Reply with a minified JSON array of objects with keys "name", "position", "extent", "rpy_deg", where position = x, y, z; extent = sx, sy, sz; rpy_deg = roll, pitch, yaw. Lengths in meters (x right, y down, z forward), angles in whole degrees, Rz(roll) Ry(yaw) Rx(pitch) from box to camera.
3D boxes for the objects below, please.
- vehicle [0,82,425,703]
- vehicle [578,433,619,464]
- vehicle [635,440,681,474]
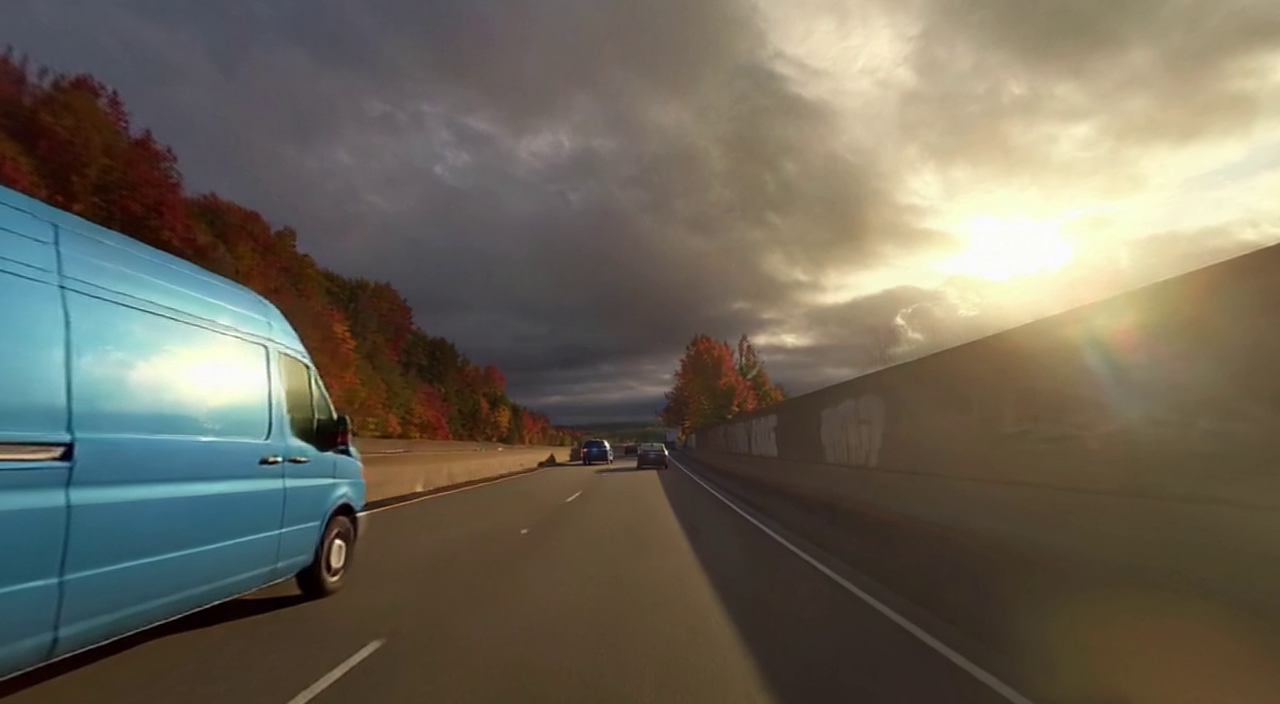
[{"name":"vehicle","position":[-3.661,0.497,3.940],"extent":[2.297,2.687,6.317],"rpy_deg":[0,-8,1]},{"name":"vehicle","position":[-2.744,6.555,42.857],"extent":[2.199,1.973,5.078],"rpy_deg":[0,-8,3]},{"name":"vehicle","position":[0.848,4.995,30.319],"extent":[2.071,1.487,3.948],"rpy_deg":[0,-8,1]}]
